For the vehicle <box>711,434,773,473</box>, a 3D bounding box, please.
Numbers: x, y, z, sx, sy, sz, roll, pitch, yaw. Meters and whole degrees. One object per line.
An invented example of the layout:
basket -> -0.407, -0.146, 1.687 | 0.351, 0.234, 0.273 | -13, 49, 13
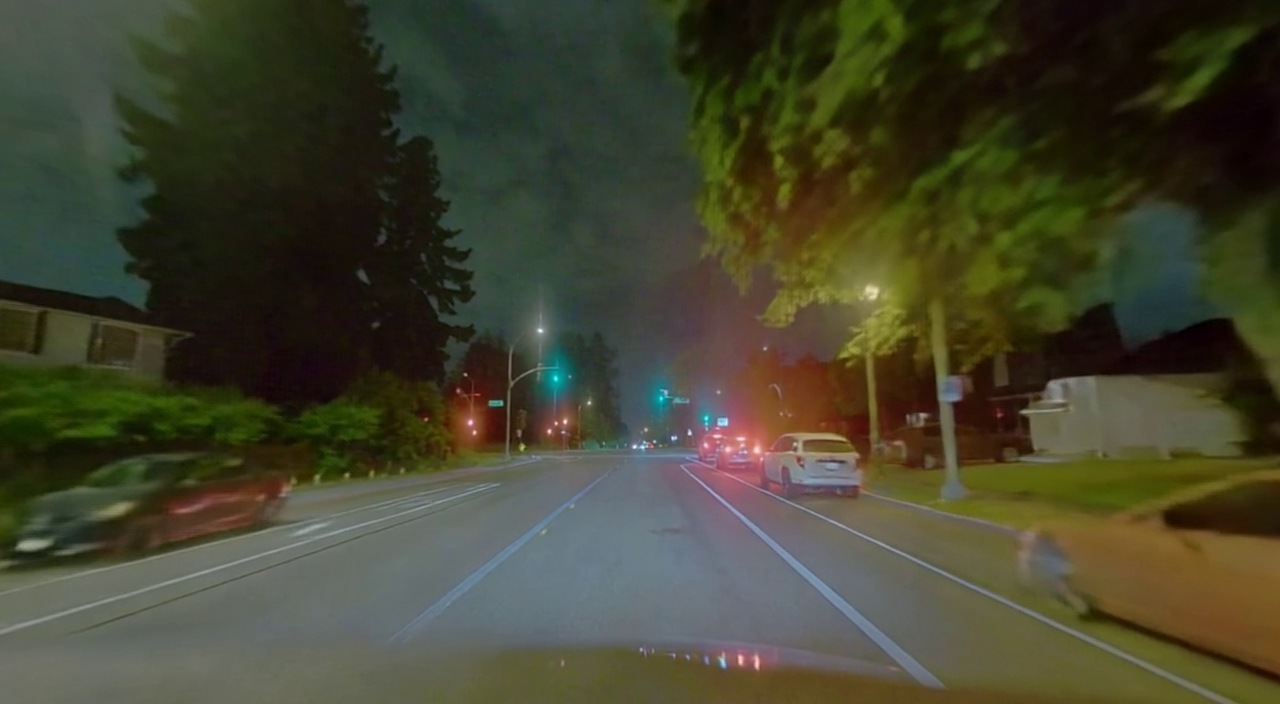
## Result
vehicle -> 4.852, 4.899, 30.694 | 2.202, 1.712, 4.813 | 0, -8, 0

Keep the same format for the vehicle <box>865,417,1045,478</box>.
vehicle -> 10.642, 3.286, 21.636 | 4.938, 1.950, 2.155 | 0, -8, 1

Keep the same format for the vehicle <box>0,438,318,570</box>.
vehicle -> -7.134, 2.091, 9.552 | 2.041, 1.489, 4.439 | -1, -8, 2

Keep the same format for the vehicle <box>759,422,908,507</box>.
vehicle -> 4.673, 2.811, 16.199 | 2.279, 1.829, 4.859 | 0, -8, 0

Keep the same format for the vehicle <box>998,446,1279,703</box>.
vehicle -> 4.478, 1.262, 3.647 | 2.070, 1.411, 4.635 | 0, -8, 0

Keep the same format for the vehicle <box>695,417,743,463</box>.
vehicle -> 5.089, 5.776, 41.298 | 2.398, 2.806, 4.857 | 0, -8, -1
